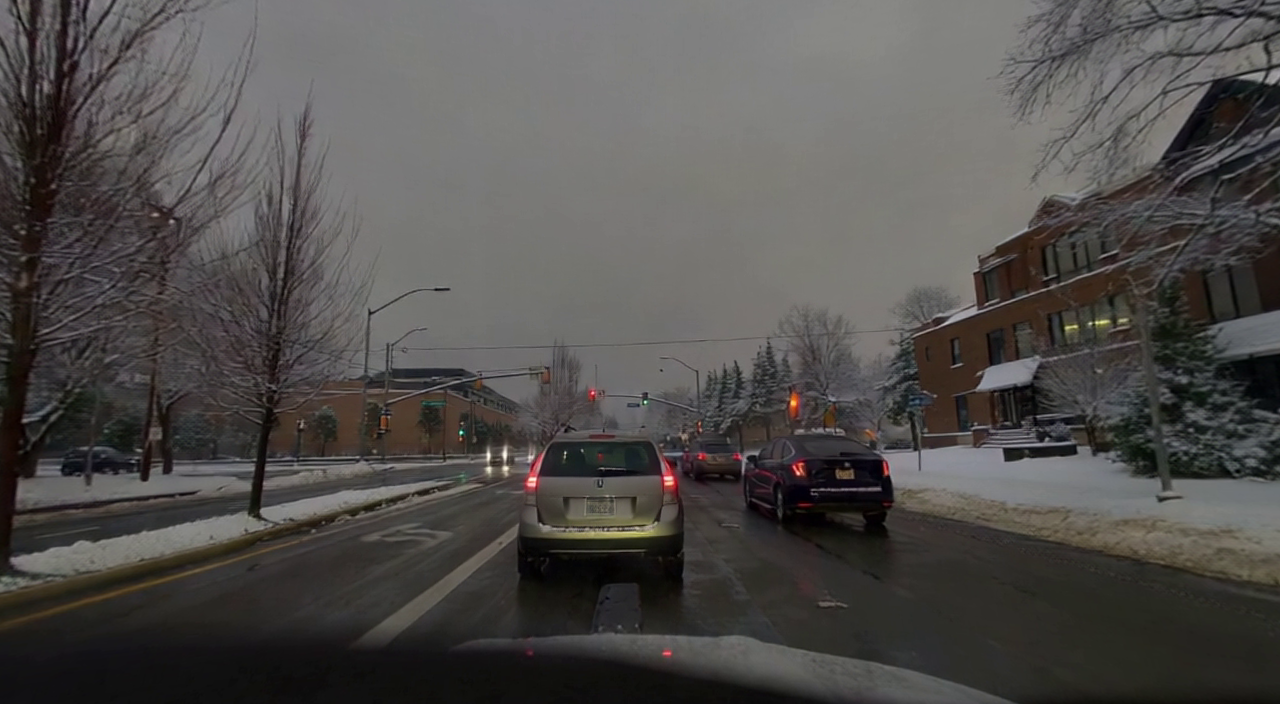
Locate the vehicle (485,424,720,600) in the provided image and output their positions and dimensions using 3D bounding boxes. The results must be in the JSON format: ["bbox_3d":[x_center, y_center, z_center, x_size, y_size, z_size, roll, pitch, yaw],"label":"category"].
[{"bbox_3d":[-0.347,1.645,7.267,2.006,1.487,3.535,0,-9,-1],"label":"vehicle"}]

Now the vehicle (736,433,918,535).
[{"bbox_3d":[3.110,2.284,11.572,1.910,1.474,4.263,0,-9,-2],"label":"vehicle"}]
